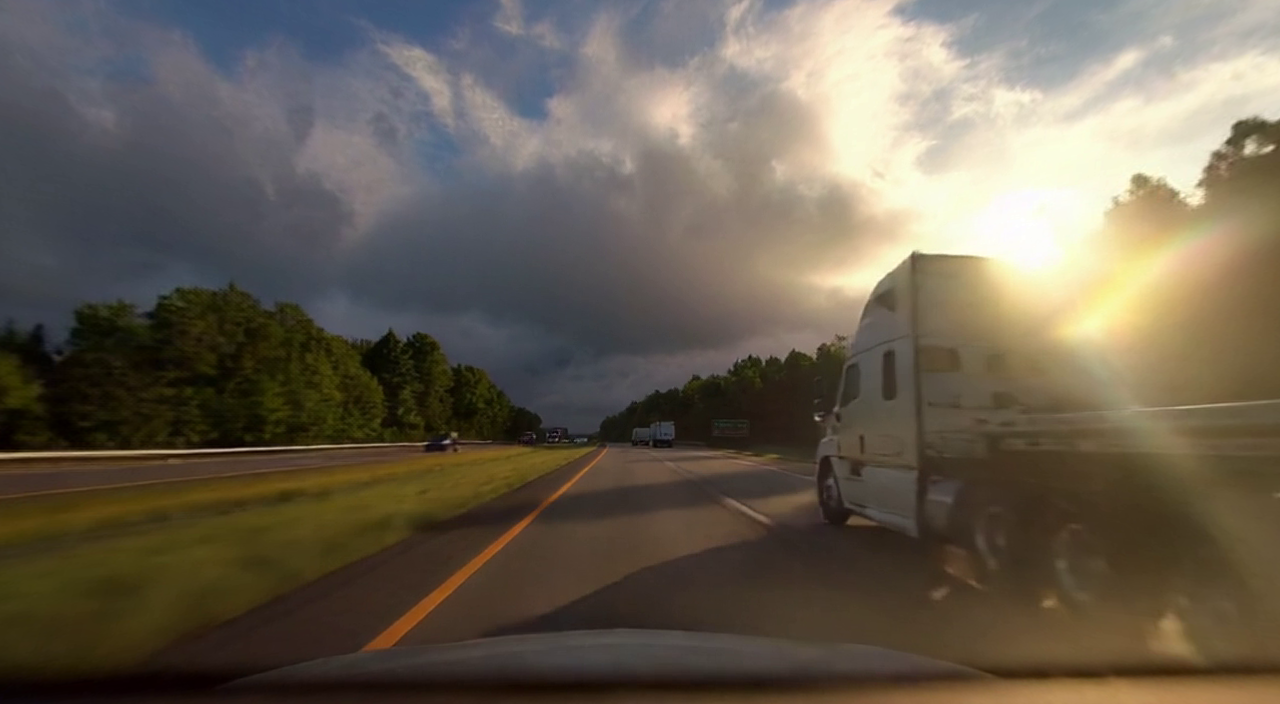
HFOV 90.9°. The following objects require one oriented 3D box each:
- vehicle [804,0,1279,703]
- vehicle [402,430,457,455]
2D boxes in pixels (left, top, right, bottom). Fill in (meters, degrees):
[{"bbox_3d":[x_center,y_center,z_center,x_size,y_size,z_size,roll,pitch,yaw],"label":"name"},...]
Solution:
[{"bbox_3d":[4.267,0.014,4.704,2.967,3.980,10.471,0,-8,-2],"label":"vehicle"},{"bbox_3d":[-13.408,5.775,40.488,2.009,1.475,4.663,0,-8,-1],"label":"vehicle"}]
